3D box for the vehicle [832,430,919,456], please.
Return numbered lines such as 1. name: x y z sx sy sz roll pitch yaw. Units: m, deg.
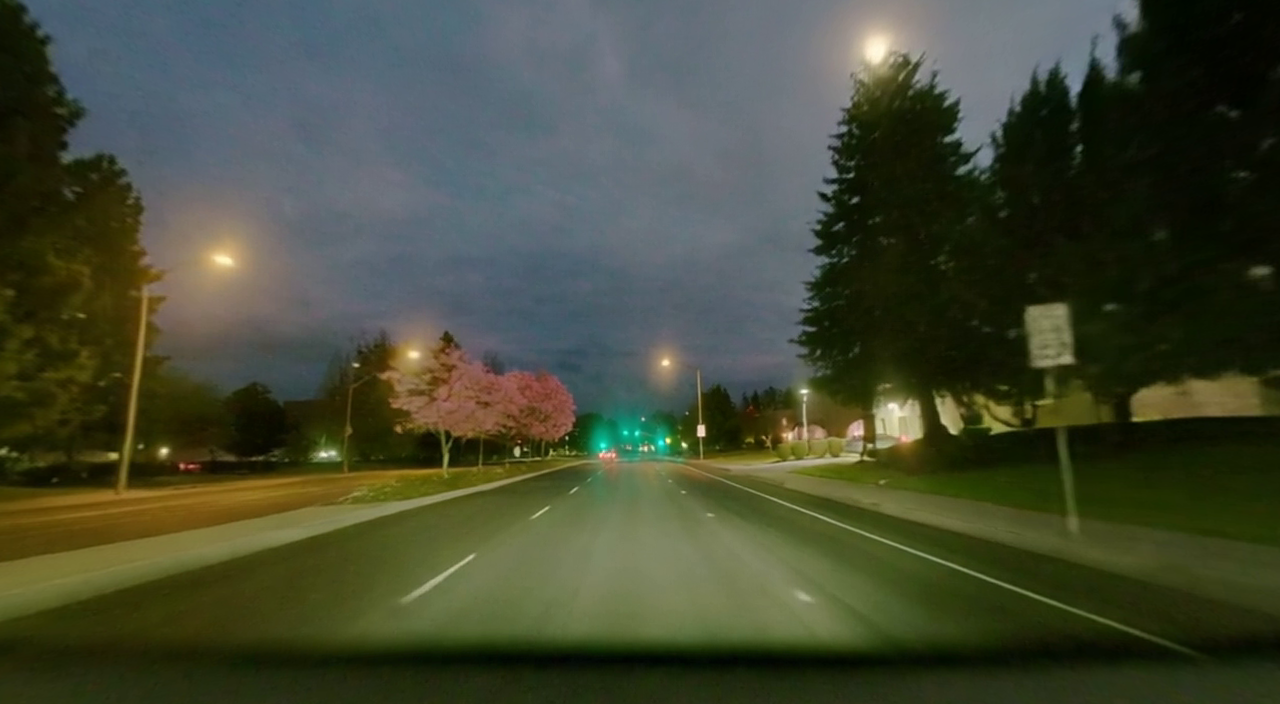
1. vehicle: 15.184 5.889 40.963 4.877 1.592 1.913 -1 -9 2
